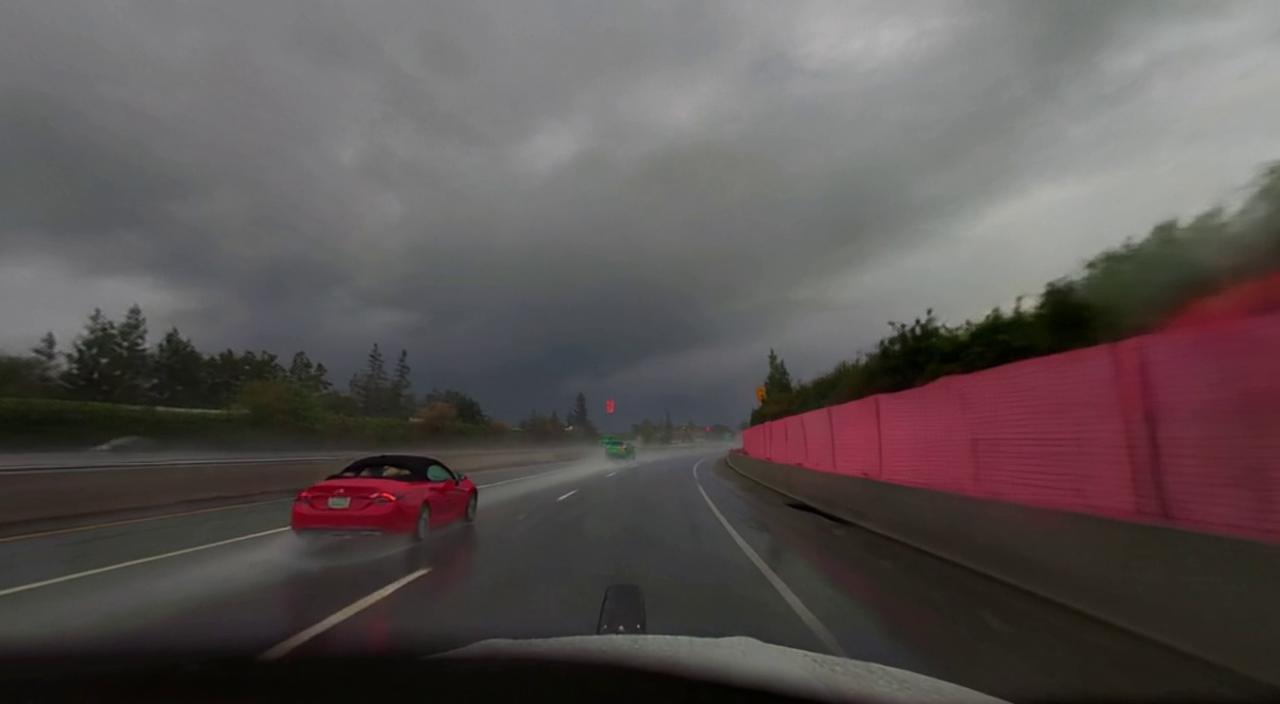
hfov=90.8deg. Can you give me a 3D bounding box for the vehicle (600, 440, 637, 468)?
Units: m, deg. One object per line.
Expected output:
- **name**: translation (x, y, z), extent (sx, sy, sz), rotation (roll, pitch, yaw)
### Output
- **vehicle**: translation (-1.304, 6.496, 40.367), extent (1.833, 1.697, 3.984), rotation (-1, -9, 6)

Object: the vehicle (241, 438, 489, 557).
- **vehicle**: translation (-3.853, 2.095, 9.819), extent (1.746, 1.405, 4.339), rotation (-1, -9, 2)
